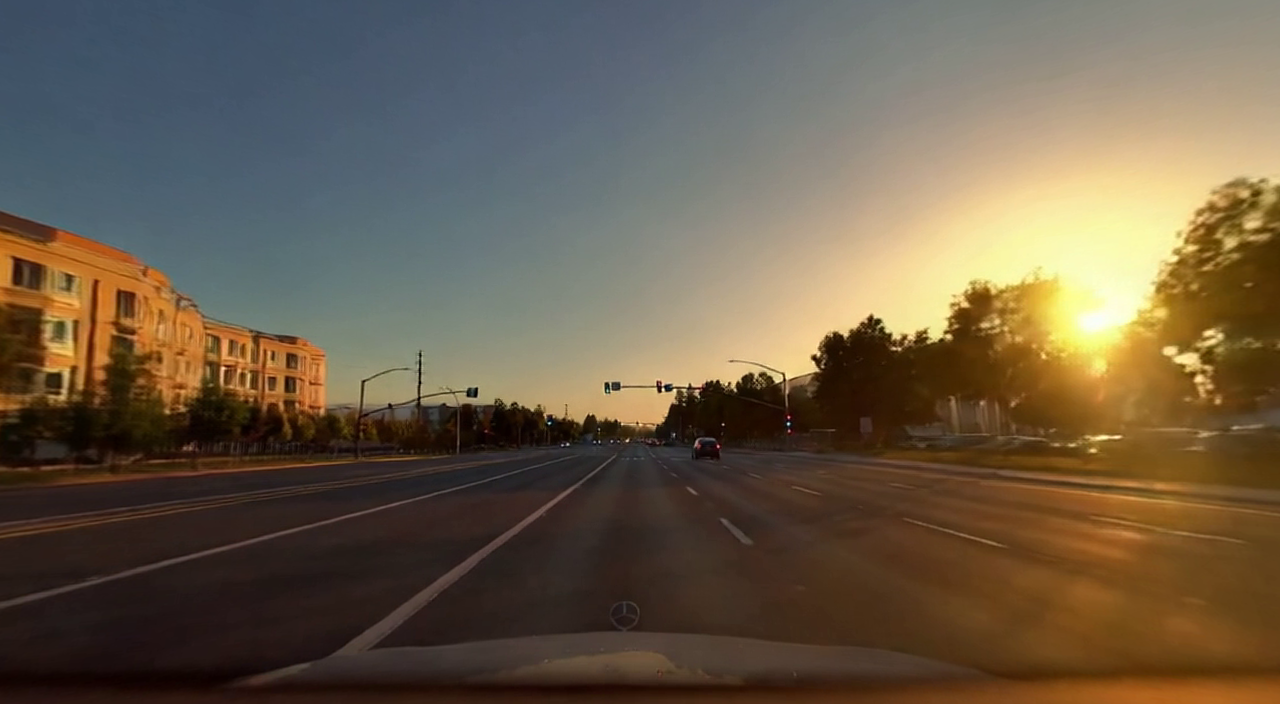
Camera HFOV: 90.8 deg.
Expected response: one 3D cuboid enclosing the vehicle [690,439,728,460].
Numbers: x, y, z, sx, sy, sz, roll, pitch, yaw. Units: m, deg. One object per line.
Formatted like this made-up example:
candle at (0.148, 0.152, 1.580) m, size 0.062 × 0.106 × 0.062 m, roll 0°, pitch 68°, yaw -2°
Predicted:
vehicle at (5.036, 7.189, 46.724) m, size 2.187 × 1.475 × 4.529 m, roll 0°, pitch -8°, yaw -1°
